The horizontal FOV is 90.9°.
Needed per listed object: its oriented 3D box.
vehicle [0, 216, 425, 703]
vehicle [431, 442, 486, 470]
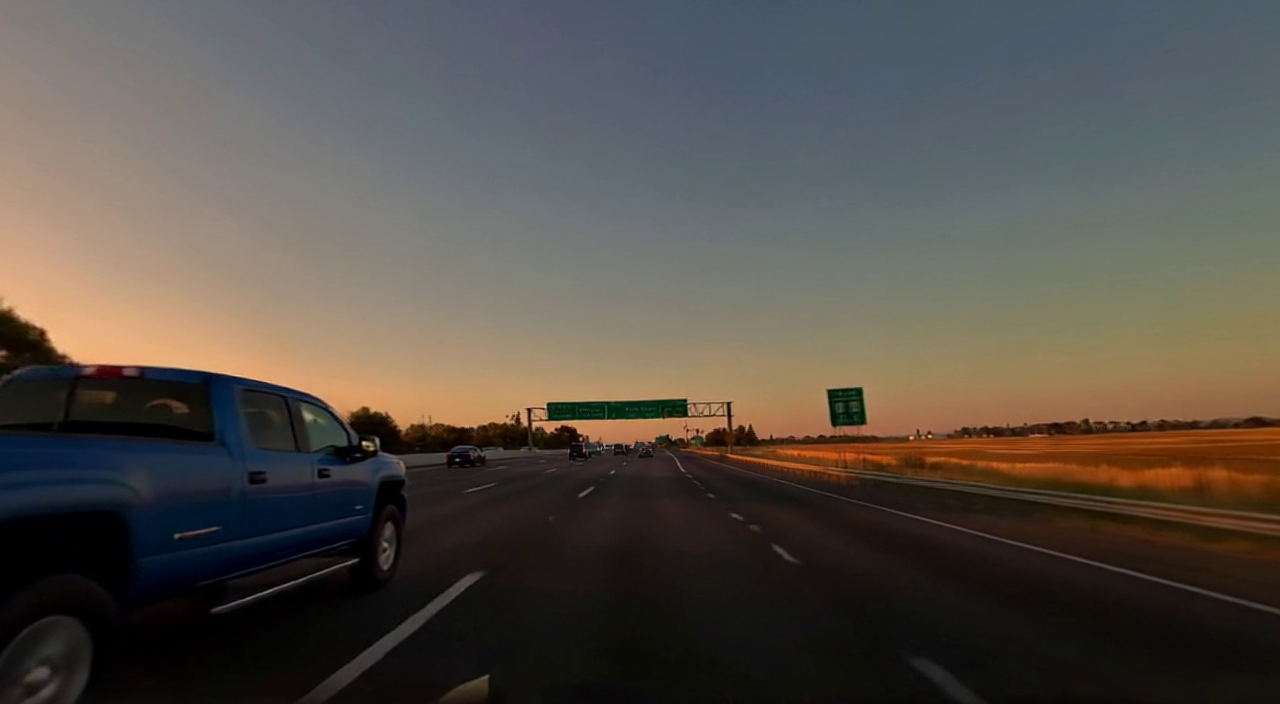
[{"bbox_3d":[-3.606,0.722,3.455,2.601,2.084,6.068,0,-8,1],"label":"vehicle"},{"bbox_3d":[-10.860,6.266,38.119,1.957,1.565,4.311,0,-8,1],"label":"vehicle"}]
